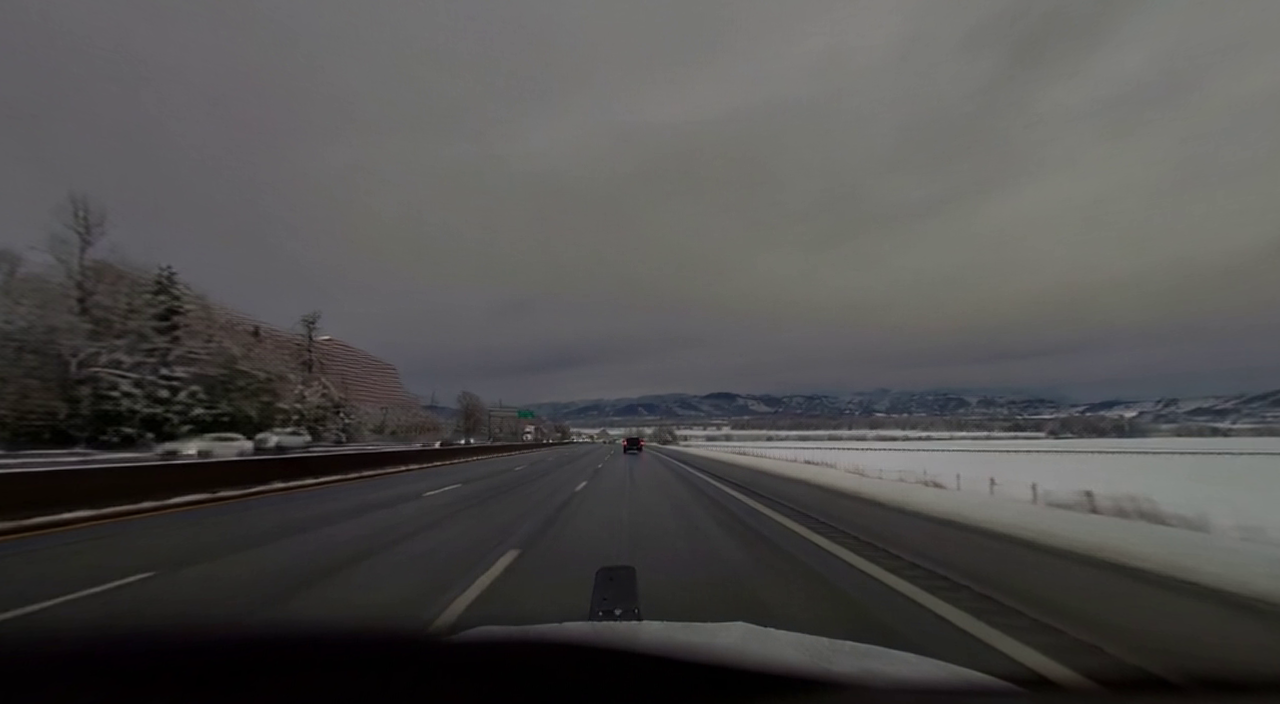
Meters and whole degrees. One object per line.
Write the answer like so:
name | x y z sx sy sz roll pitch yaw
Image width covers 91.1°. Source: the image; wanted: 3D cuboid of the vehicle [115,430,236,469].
vehicle | -19.416 4.059 26.550 1.857 1.497 4.322 0 -8 -1

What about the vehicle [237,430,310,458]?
vehicle | -23.563 5.913 40.632 2.043 1.668 4.438 0 -8 -1
